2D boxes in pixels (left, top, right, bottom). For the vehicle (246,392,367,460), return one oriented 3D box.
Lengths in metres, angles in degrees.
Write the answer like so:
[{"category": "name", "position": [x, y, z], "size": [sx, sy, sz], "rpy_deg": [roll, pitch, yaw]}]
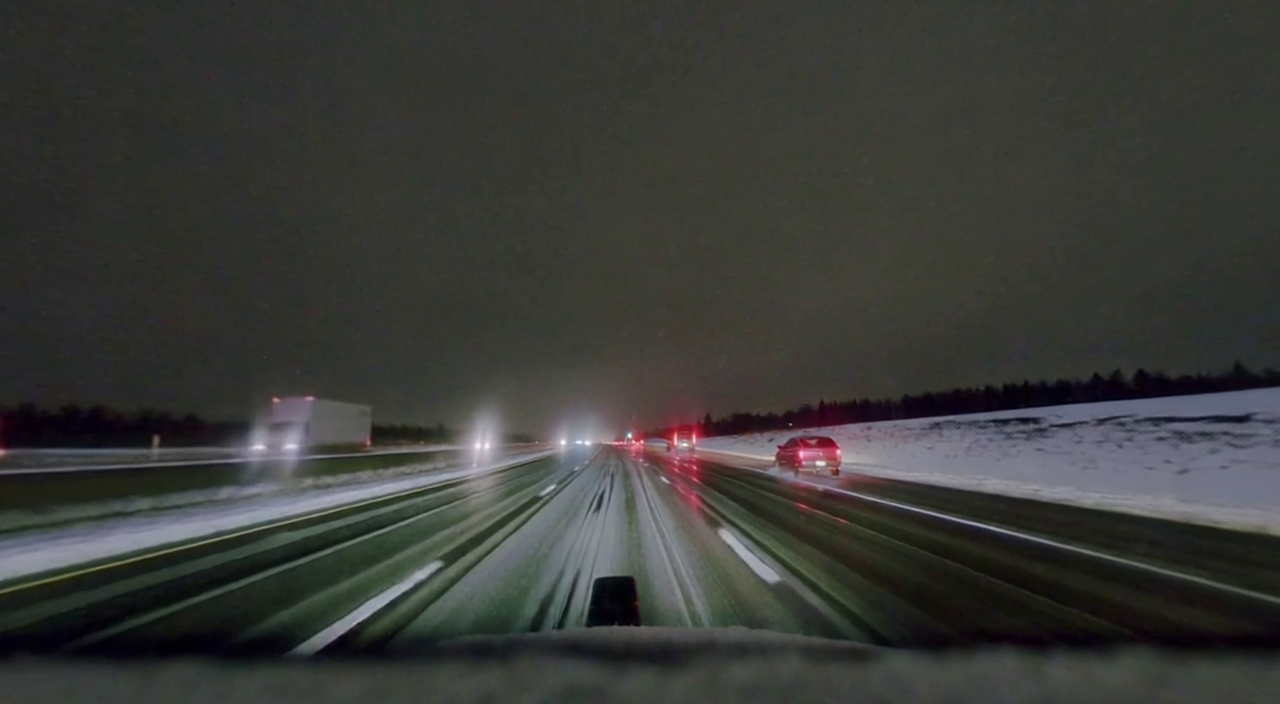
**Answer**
[{"category": "vehicle", "position": [-21.678, 5.011, 41.785], "size": [3.027, 3.959, 9.470], "rpy_deg": [0, -8, -1]}]
